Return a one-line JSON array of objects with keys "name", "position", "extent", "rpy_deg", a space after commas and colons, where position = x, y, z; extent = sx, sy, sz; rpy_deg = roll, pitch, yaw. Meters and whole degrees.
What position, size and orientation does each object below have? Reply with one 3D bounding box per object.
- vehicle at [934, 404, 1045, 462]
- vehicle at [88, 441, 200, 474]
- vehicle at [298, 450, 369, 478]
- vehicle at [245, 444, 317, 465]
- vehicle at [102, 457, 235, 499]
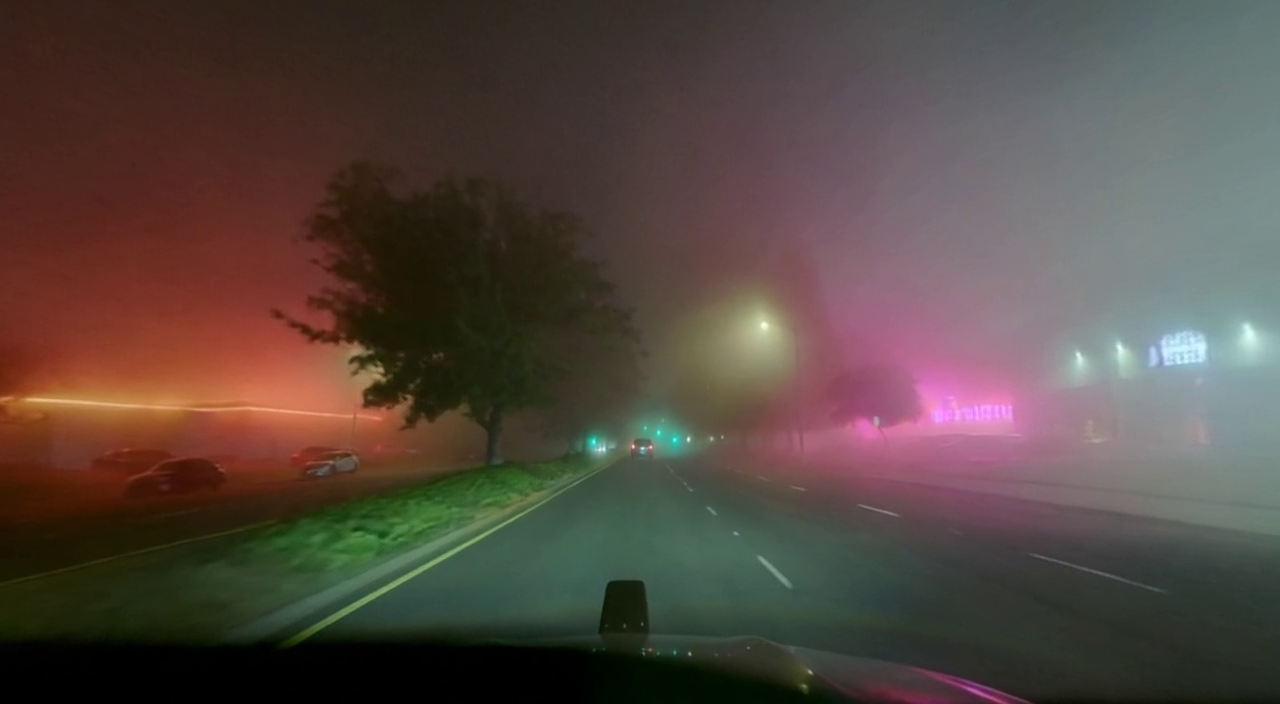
[{"name": "vehicle", "position": [21.991, 5.218, 40.206], "extent": [3.006, 3.375, 6.598], "rpy_deg": [0, -8, -2]}, {"name": "vehicle", "position": [-26.437, 5.625, 33.693], "extent": [4.314, 1.680, 1.822], "rpy_deg": [1, -8, -3]}, {"name": "vehicle", "position": [-18.914, 6.908, 39.164], "extent": [1.814, 1.577, 5.024], "rpy_deg": [0, -8, 1]}, {"name": "vehicle", "position": [-27.623, 7.903, 48.615], "extent": [4.336, 1.560, 1.980], "rpy_deg": [0, -8, 0]}, {"name": "vehicle", "position": [-18.819, 5.025, 25.489], "extent": [1.806, 1.454, 4.599], "rpy_deg": [0, -8, 1]}]
